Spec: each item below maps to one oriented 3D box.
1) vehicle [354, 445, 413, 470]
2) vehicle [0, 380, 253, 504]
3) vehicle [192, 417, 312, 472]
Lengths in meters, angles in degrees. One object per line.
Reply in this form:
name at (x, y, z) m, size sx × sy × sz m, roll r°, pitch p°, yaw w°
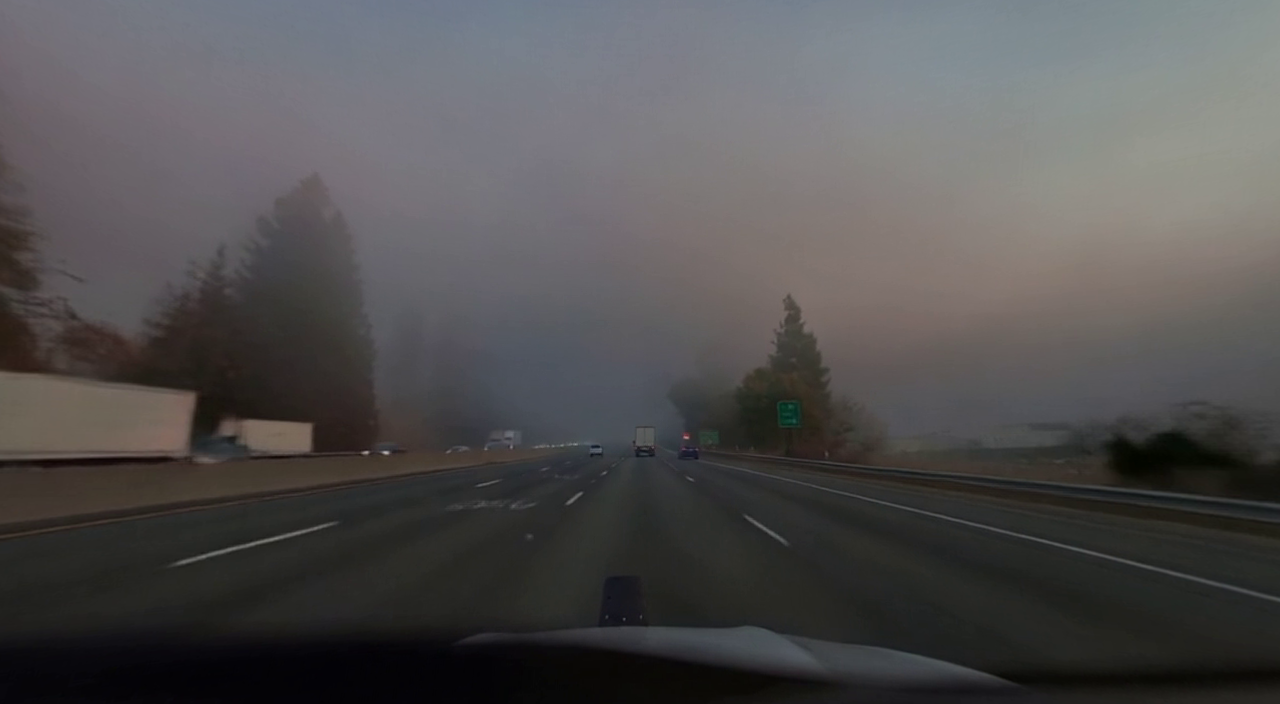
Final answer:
vehicle at (-15.433, 6.350, 38.092) m, size 1.840 × 1.450 × 4.058 m, roll 0°, pitch -8°, yaw 1°
vehicle at (-19.578, 3.324, 23.074) m, size 2.809 × 3.503 × 12.263 m, roll 0°, pitch -8°, yaw 1°
vehicle at (-23.615, 5.713, 38.811) m, size 2.858 × 3.052 × 6.823 m, roll 0°, pitch -8°, yaw 1°
